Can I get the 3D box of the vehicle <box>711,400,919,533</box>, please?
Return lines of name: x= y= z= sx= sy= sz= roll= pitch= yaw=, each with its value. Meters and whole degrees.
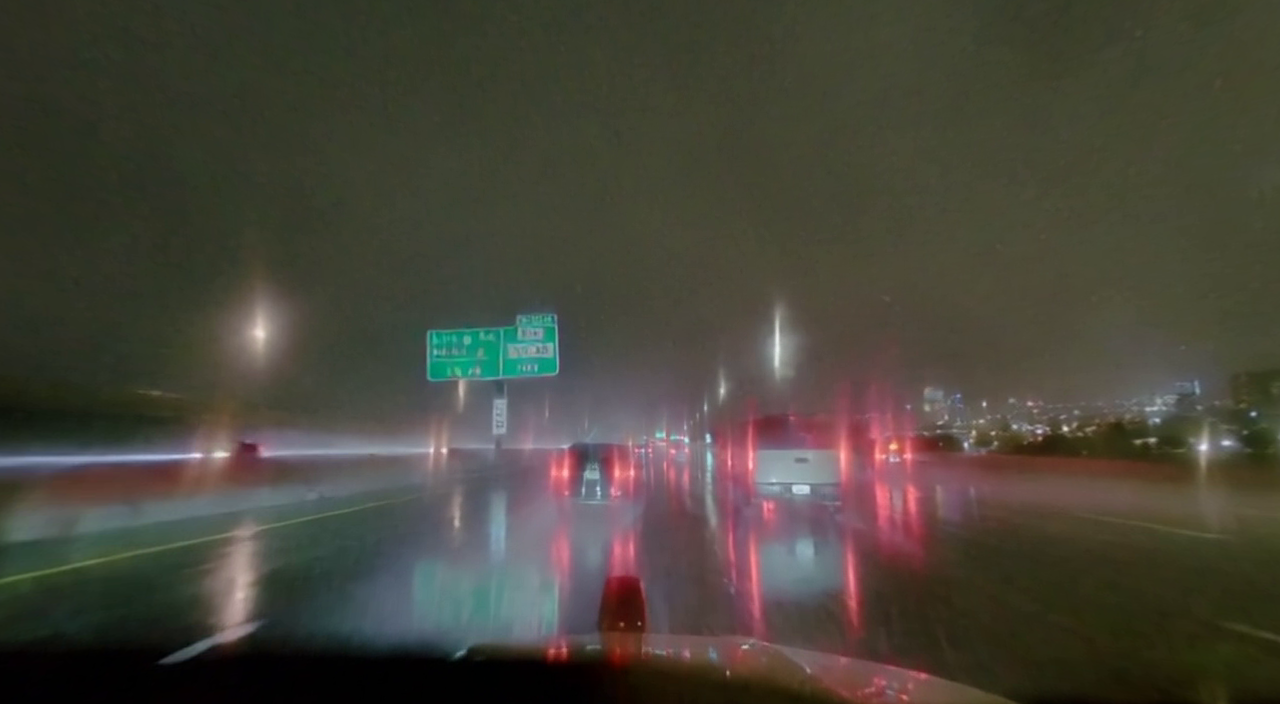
vehicle: x=3.073 y=2.207 z=12.834 sx=2.732 sy=2.065 sz=5.826 roll=0 pitch=-8 yaw=2

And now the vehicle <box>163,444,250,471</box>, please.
vehicle: x=-26.555 y=6.451 z=38.673 sx=1.918 sy=1.541 sz=4.690 roll=0 pitch=-8 yaw=2

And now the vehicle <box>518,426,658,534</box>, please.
vehicle: x=-0.748 y=2.283 z=11.865 sx=2.099 sy=1.640 sz=4.134 roll=0 pitch=-8 yaw=3
